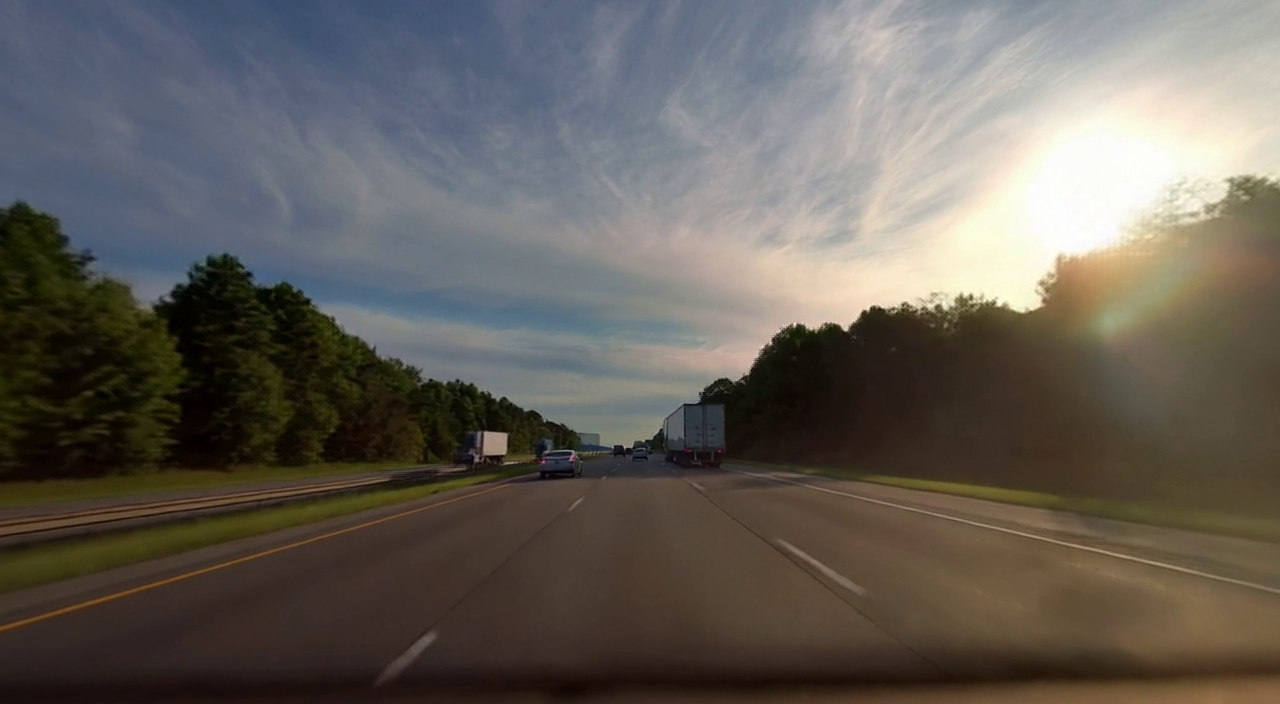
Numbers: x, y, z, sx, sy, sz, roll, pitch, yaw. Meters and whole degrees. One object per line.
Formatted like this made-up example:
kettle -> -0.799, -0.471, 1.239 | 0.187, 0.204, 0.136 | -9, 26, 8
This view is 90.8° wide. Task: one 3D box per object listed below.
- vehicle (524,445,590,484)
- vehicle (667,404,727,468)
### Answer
vehicle -> -3.292, 4.588, 25.985 | 2.121, 1.445, 4.651 | 0, -9, -1
vehicle -> 3.972, 6.536, 47.660 | 2.974, 4.083, 14.389 | 0, -9, -1
